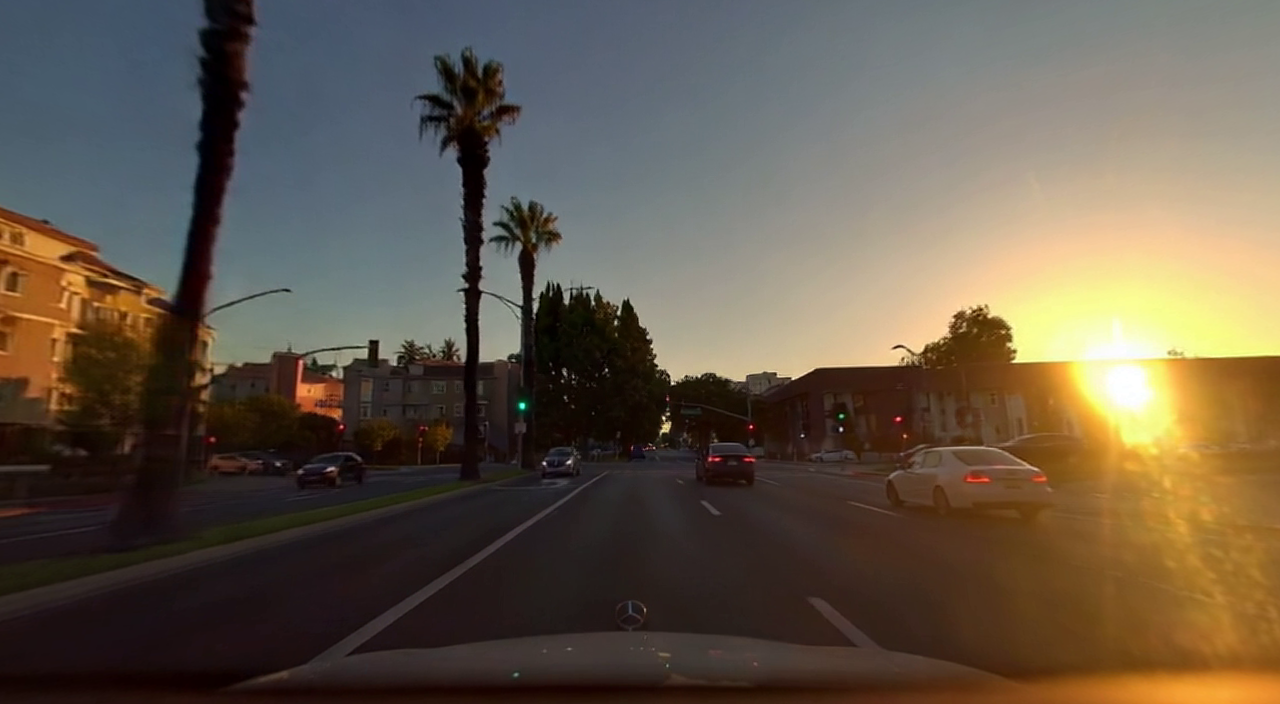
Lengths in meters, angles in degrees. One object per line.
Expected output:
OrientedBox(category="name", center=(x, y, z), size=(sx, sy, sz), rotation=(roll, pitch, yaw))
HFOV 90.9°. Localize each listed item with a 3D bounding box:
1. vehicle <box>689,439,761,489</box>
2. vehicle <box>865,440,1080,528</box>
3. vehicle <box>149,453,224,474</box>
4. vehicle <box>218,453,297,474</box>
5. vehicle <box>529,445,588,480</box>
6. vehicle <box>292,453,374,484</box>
OrientedBox(category="vehicle", center=(3.011, 4.061, 23.183), size=(2.009, 1.639, 4.267), rotation=(0, -9, -1))
OrientedBox(category="vehicle", center=(6.482, 2.597, 13.035), size=(1.890, 1.471, 4.566), rotation=(0, -9, -1))
OrientedBox(category="vehicle", center=(-34.097, 8.376, 47.452), size=(4.268, 1.476, 1.802), rotation=(0, -9, 0))
OrientedBox(category="vehicle", center=(-28.650, 8.341, 47.271), size=(4.579, 1.504, 1.942), rotation=(0, -9, -1))
OrientedBox(category="vehicle", center=(-3.715, 5.115, 29.473), size=(2.037, 1.472, 4.152), rotation=(0, -9, 3))
OrientedBox(category="vehicle", center=(-15.647, 5.932, 32.400), size=(1.902, 1.466, 4.463), rotation=(0, -9, 0))
